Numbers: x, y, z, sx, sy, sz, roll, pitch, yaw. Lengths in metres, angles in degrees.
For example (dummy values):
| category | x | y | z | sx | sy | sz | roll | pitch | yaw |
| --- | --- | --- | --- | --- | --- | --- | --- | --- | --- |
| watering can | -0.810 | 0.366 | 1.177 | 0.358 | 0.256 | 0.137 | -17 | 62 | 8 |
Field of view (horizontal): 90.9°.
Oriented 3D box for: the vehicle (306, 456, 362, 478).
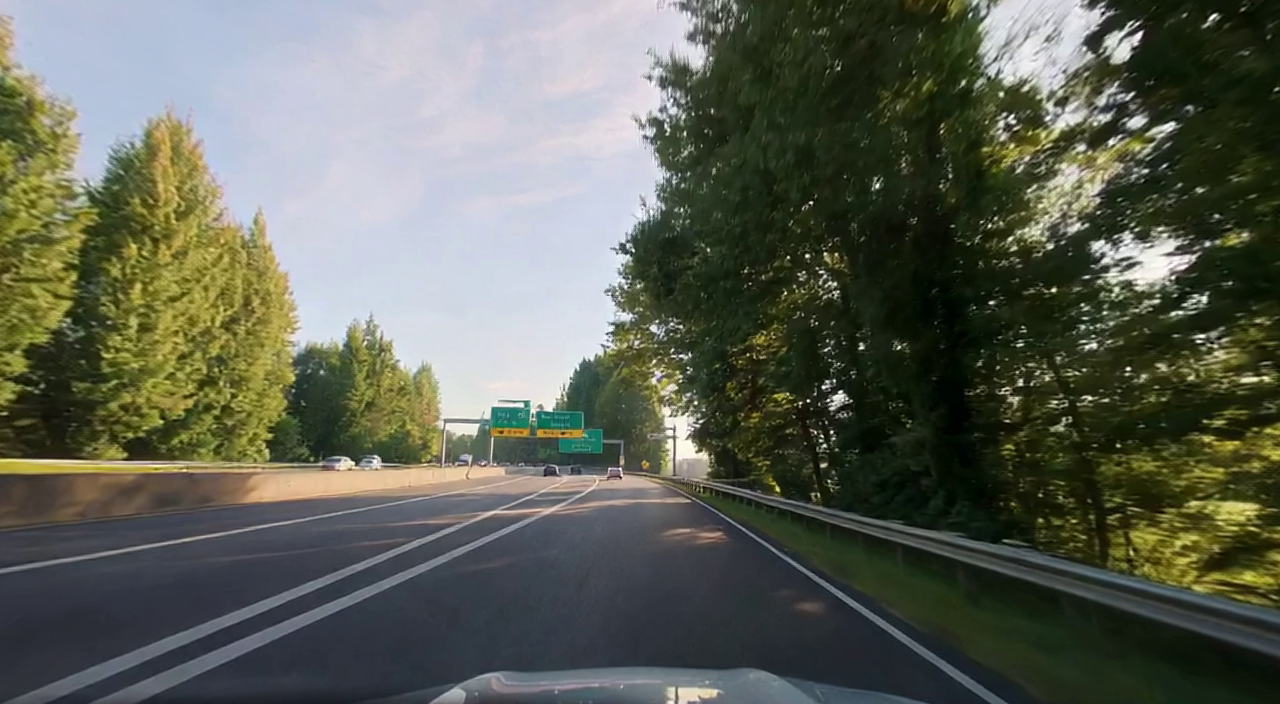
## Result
| category | x | y | z | sx | sy | sz | roll | pitch | yaw |
| --- | --- | --- | --- | --- | --- | --- | --- | --- | --- |
| vehicle | -22.390 | 8.446 | 46.267 | 2.041 | 1.494 | 4.669 | 1 | -11 | -4 |
